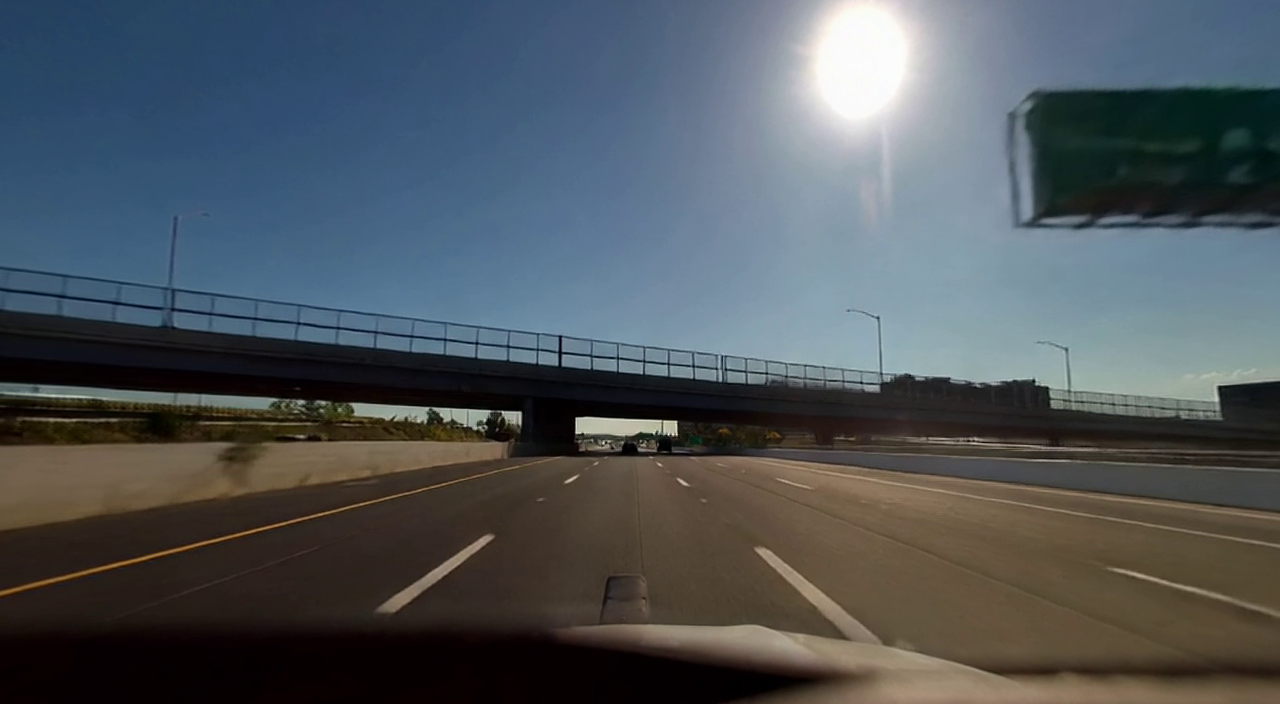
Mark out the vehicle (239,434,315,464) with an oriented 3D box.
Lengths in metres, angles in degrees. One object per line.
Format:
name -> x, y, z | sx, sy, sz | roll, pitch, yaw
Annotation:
vehicle -> -21.999, 5.902, 38.309 | 1.903, 1.664, 4.502 | 0, -8, 0
